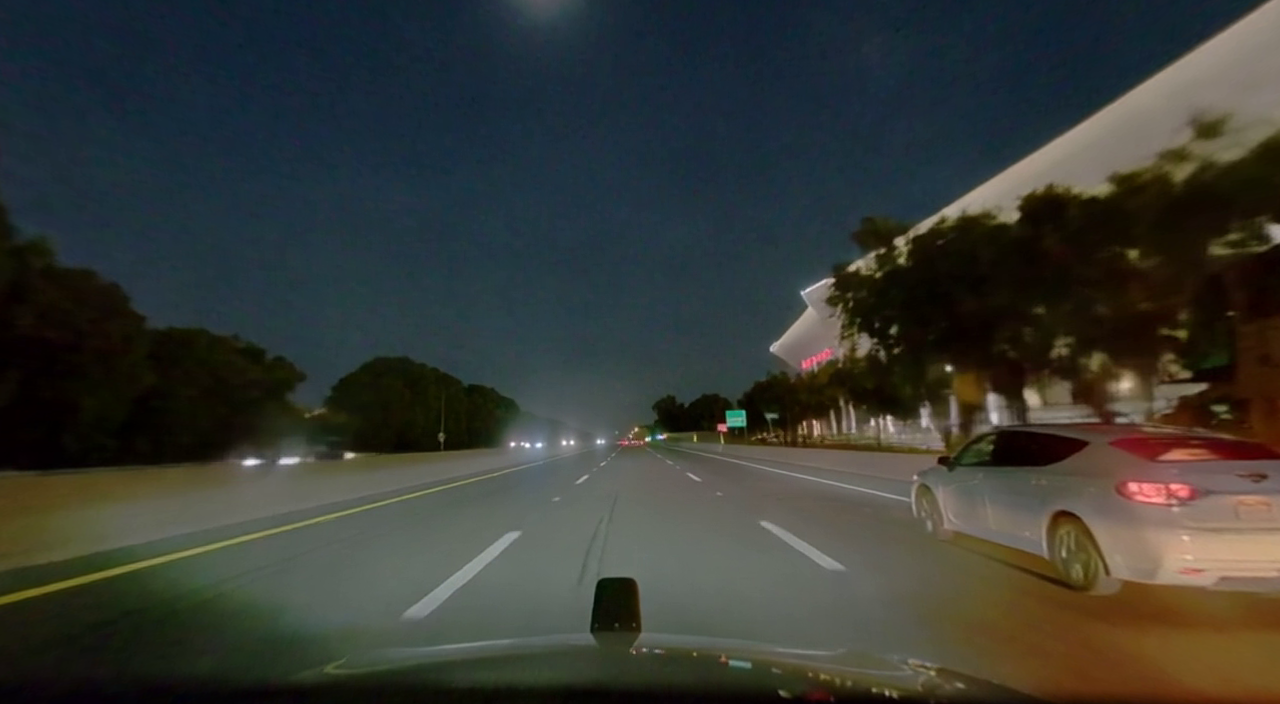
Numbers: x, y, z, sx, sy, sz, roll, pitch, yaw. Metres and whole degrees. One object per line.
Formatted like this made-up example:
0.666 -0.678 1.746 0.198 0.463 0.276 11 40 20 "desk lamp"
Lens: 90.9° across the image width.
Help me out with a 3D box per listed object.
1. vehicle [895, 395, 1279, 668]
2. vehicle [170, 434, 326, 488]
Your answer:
4.511 1.366 6.082 2.095 1.587 4.638 0 -8 -1 "vehicle"
-12.195 3.390 20.039 2.052 1.506 4.537 0 -8 0 "vehicle"
